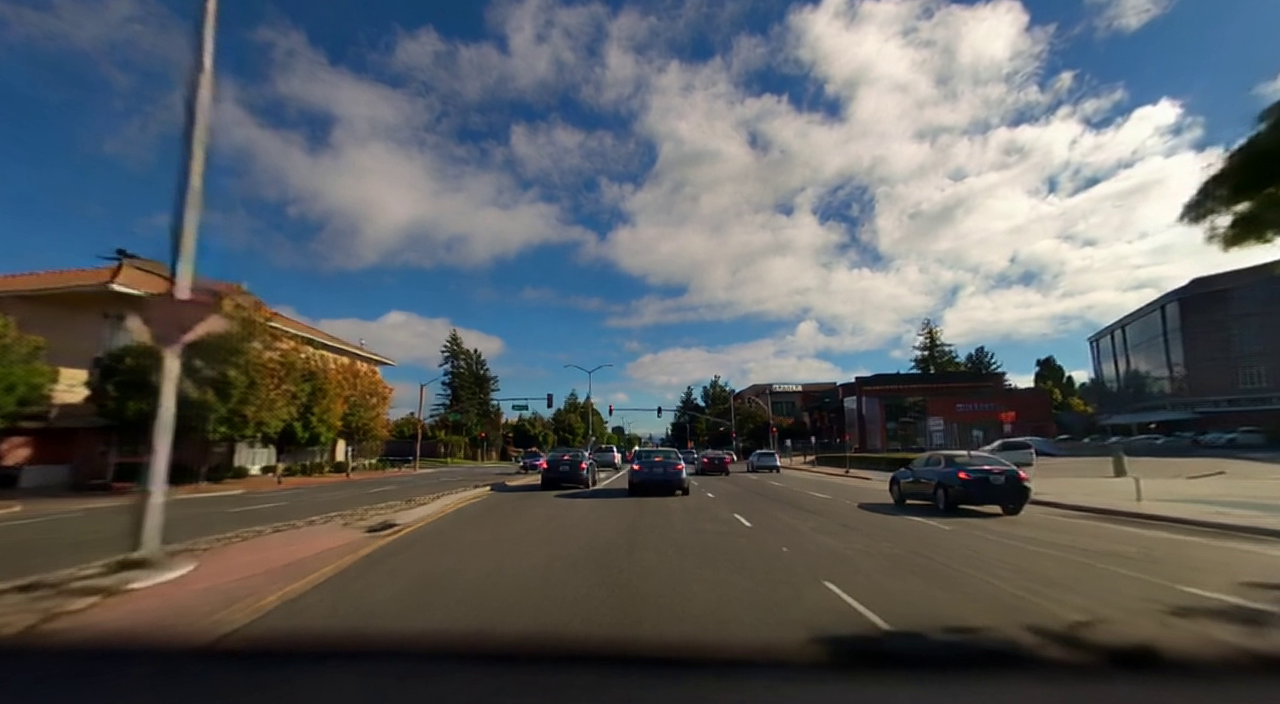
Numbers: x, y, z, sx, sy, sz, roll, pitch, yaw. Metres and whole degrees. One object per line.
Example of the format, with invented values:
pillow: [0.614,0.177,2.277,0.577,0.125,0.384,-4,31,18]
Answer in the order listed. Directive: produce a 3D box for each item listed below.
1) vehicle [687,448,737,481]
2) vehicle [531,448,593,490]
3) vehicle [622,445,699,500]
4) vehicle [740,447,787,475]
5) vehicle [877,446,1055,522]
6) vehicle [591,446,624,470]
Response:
vehicle: [3.518,5.602,31.618,1.988,1.528,4.144,0,-9,-1]
vehicle: [-2.875,4.431,24.210,1.938,1.472,4.399,0,-9,-2]
vehicle: [0.601,3.612,19.222,2.096,1.473,3.893,0,-9,1]
vehicle: [7.746,6.878,39.962,2.044,1.701,4.397,0,-9,0]
vehicle: [7.471,3.034,15.062,1.892,1.515,4.400,0,-9,0]
vehicle: [-2.416,8.020,47.931,2.219,1.699,4.090,0,-9,1]
